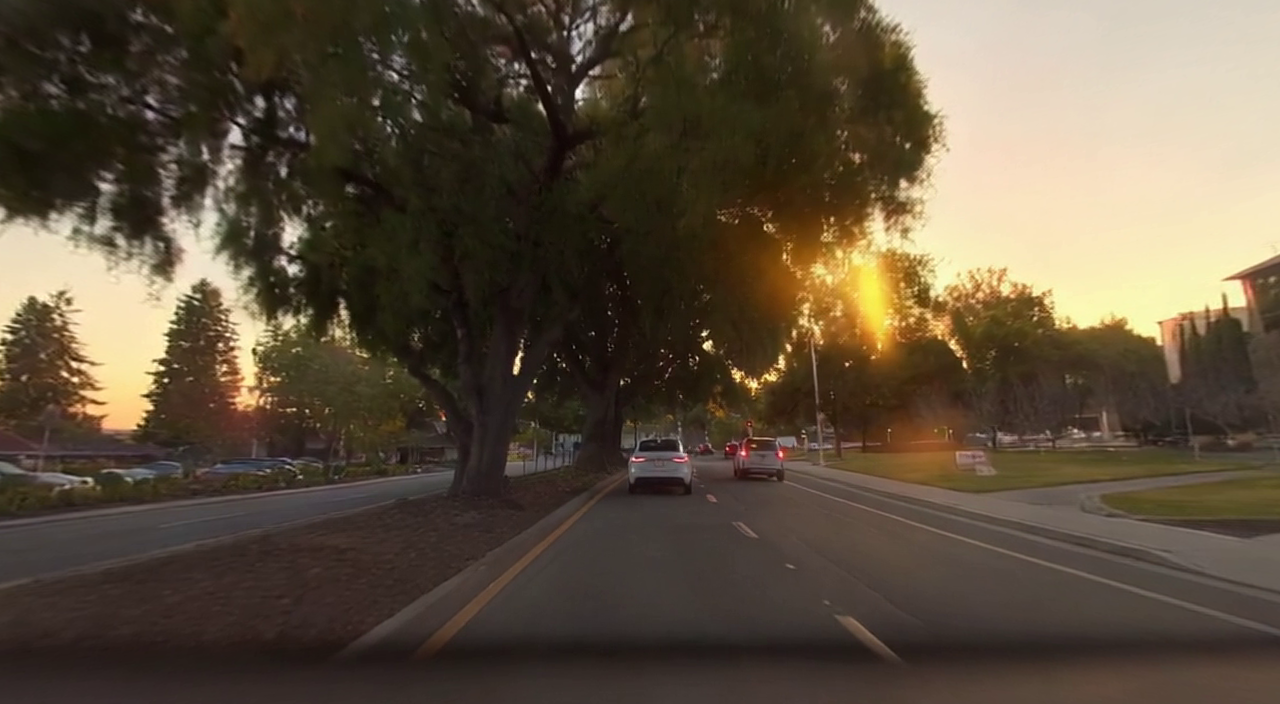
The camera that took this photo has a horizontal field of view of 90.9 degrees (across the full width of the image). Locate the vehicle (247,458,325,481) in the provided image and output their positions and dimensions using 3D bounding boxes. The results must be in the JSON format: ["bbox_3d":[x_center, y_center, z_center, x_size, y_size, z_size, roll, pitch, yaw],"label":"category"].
[{"bbox_3d":[-25.008,8.308,44.638,4.374,1.502,1.925,-1,-8,5],"label":"vehicle"}]

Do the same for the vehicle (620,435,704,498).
[{"bbox_3d":[0.620,3.257,18.331,2.154,1.585,3.997,-1,-8,2],"label":"vehicle"}]

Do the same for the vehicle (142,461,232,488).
[{"bbox_3d":[-26.800,7.242,37.352,4.011,1.473,1.913,-2,-8,9],"label":"vehicle"}]

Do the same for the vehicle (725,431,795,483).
[{"bbox_3d":[4.580,4.080,24.853,1.953,1.818,5.299,-1,-8,3],"label":"vehicle"}]

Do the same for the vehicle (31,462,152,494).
[{"bbox_3d":[-27.929,6.390,32.195,4.366,1.486,2.072,-1,-8,4],"label":"vehicle"}]
